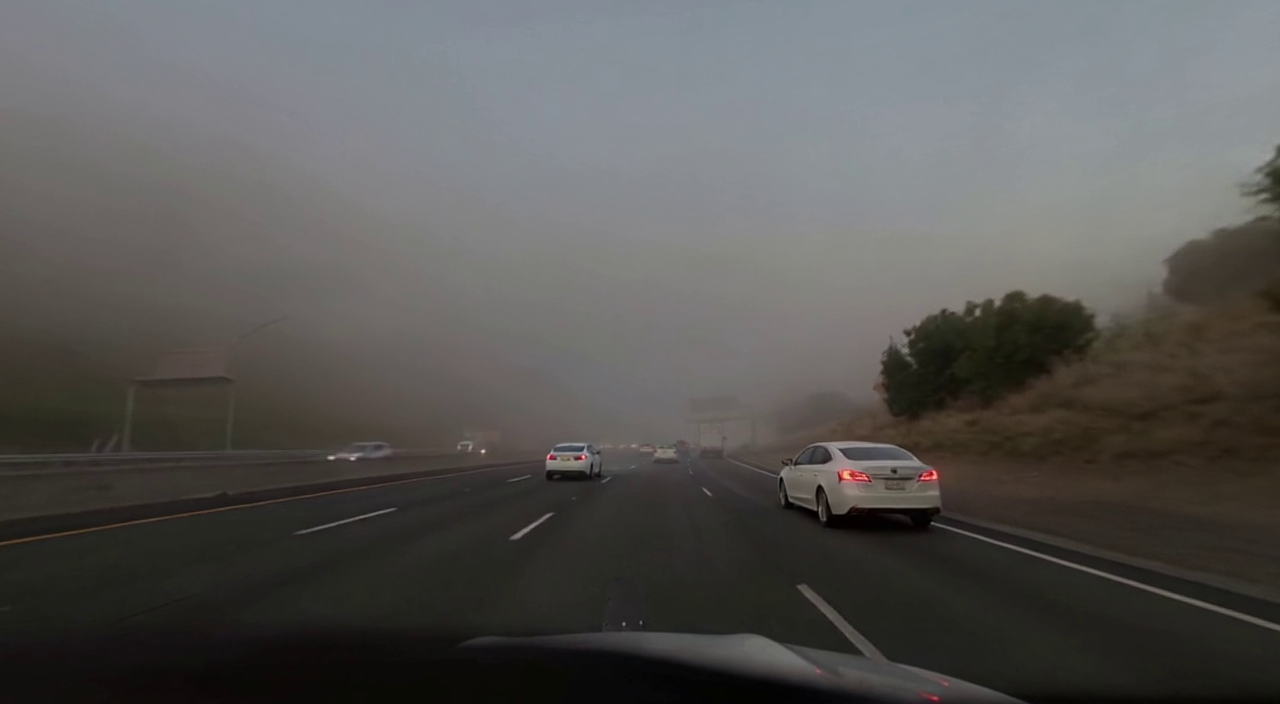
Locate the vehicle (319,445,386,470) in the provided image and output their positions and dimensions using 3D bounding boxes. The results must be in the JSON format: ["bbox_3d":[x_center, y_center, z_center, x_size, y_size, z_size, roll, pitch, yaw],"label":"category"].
[{"bbox_3d":[-18.858,6.923,41.639,1.974,1.513,4.705,-1,-8,4],"label":"vehicle"}]

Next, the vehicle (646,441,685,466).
[{"bbox_3d":[1.586,6.184,38.526,2.202,1.467,3.929,-1,-8,3],"label":"vehicle"}]

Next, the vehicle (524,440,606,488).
[{"bbox_3d":[-2.491,3.896,22.292,2.031,1.491,4.792,-1,-8,3],"label":"vehicle"}]

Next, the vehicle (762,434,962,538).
[{"bbox_3d":[3.613,2.251,11.266,2.013,1.464,4.317,0,-8,0],"label":"vehicle"}]
